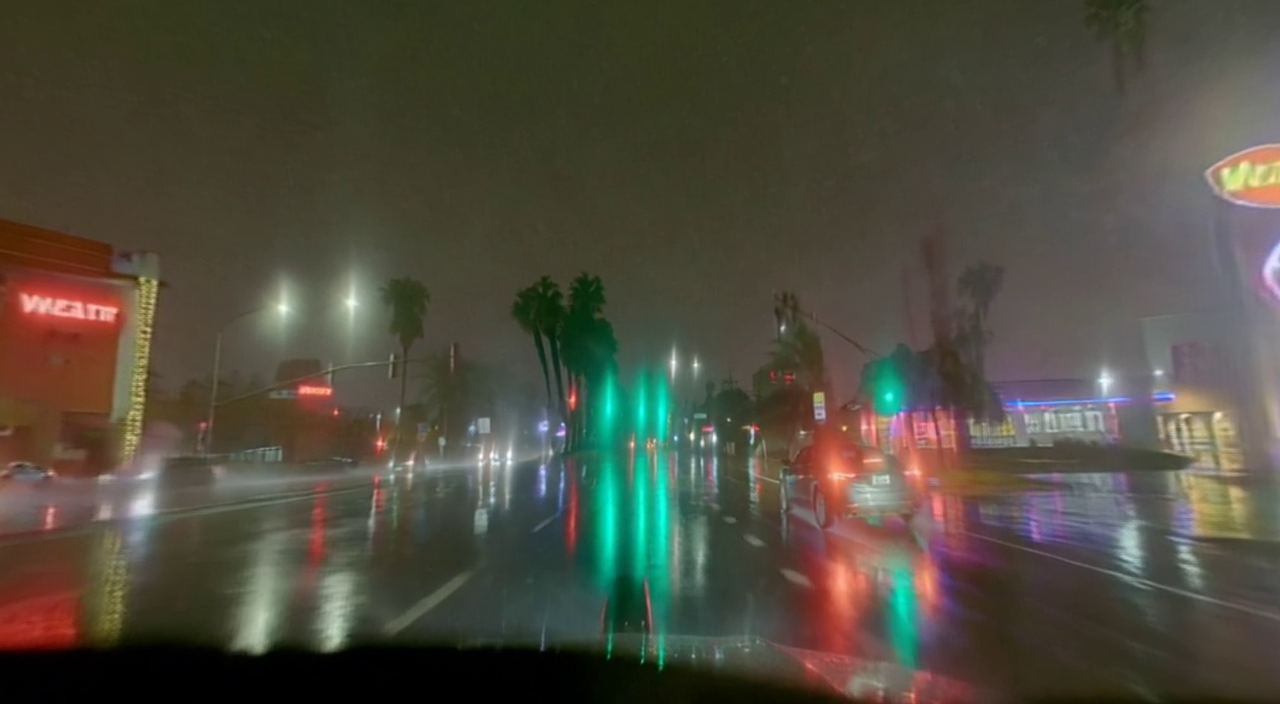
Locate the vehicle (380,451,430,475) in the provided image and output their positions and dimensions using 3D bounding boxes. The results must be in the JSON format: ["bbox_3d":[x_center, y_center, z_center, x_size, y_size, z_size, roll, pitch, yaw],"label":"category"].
[{"bbox_3d":[-17.707,8.362,47.738,1.899,1.615,4.784,-1,-8,1],"label":"vehicle"}]

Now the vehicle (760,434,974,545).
[{"bbox_3d":[3.535,2.214,10.974,1.870,1.467,4.800,0,-8,-1],"label":"vehicle"}]

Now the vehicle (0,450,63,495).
[{"bbox_3d":[-31.406,5.864,30.984,5.673,2.029,2.390,-4,-9,27],"label":"vehicle"}]

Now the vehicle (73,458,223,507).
[{"bbox_3d":[-17.699,4.659,22.981,1.961,1.500,4.291,0,-8,0],"label":"vehicle"}]
